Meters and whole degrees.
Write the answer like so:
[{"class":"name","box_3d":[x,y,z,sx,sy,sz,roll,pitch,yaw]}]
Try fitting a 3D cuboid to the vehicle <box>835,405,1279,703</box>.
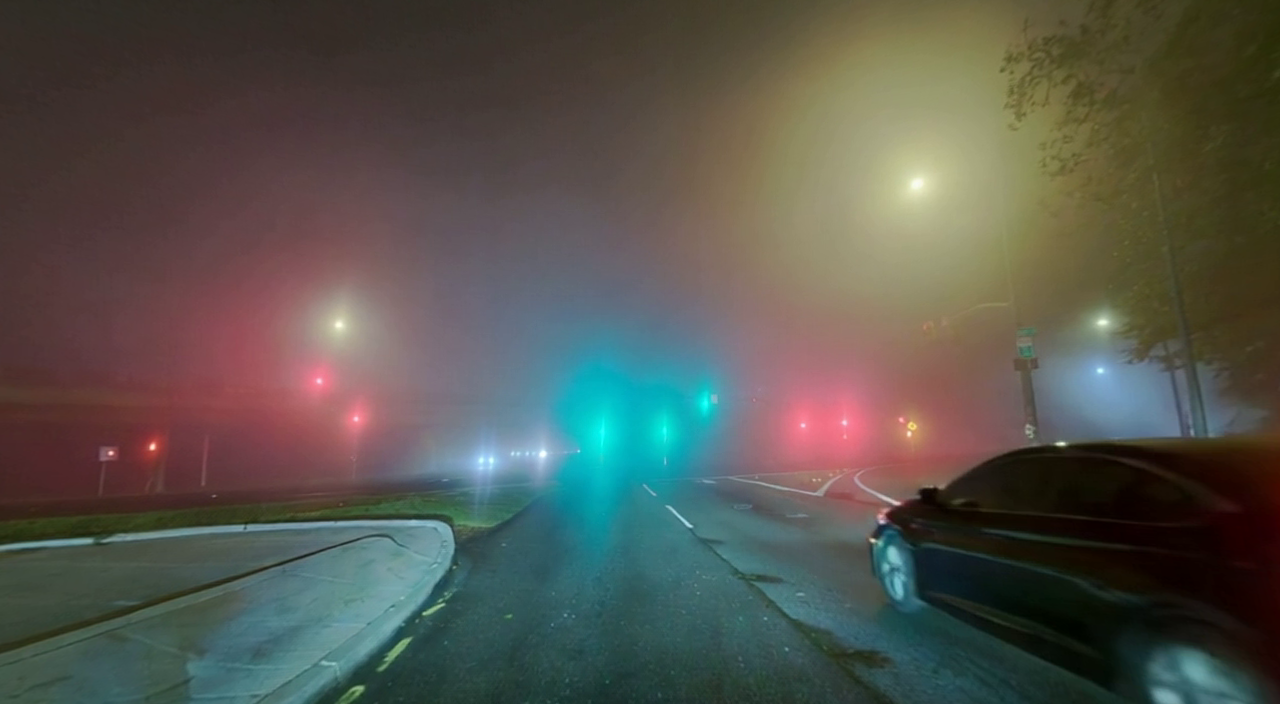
[{"class":"vehicle","box_3d":[2.857,1.159,3.794,1.909,1.425,4.521,0,-8,0]}]
